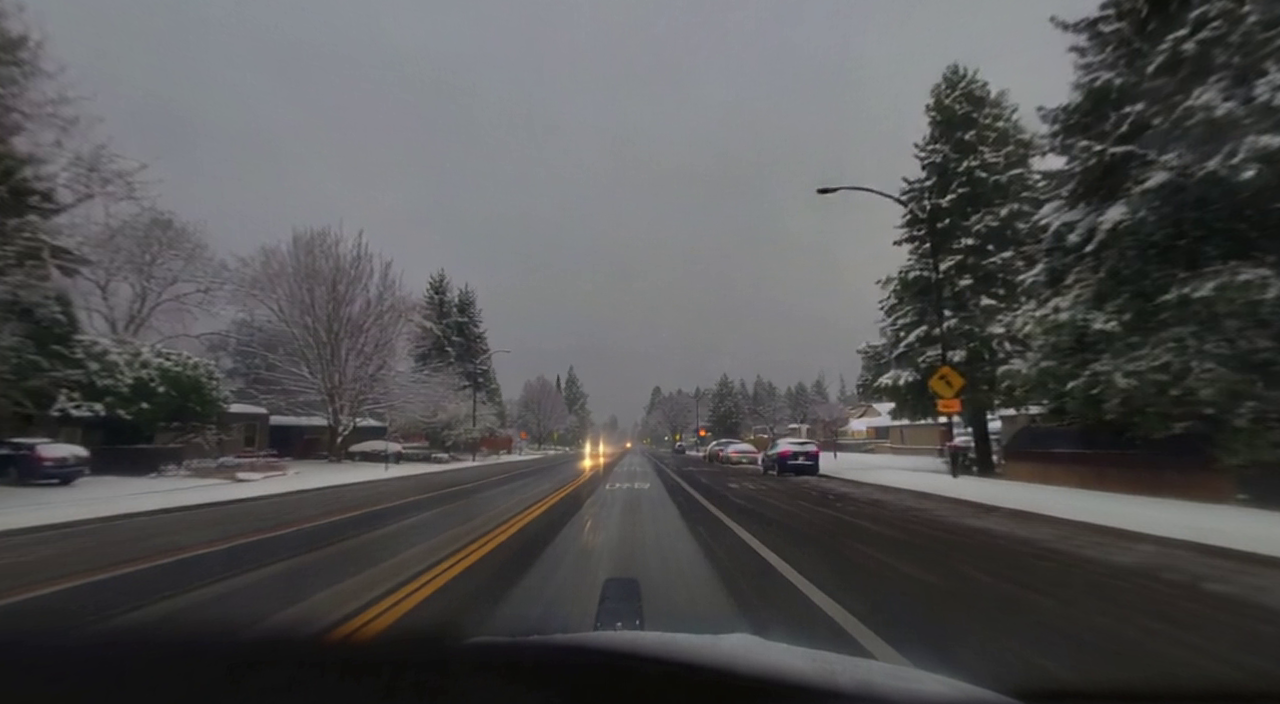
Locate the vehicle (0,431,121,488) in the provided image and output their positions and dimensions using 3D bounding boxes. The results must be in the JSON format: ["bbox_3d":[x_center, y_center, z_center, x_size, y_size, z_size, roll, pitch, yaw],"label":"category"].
[{"bbox_3d":[-19.662,3.364,20.047,4.497,1.674,2.168,-1,-8,4],"label":"vehicle"}]

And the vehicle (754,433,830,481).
[{"bbox_3d":[6.500,4.517,27.519,2.099,1.878,4.476,0,-8,-1],"label":"vehicle"}]

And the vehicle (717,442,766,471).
[{"bbox_3d":[6.236,6.434,39.256,2.226,1.682,4.461,0,-8,-1],"label":"vehicle"}]
